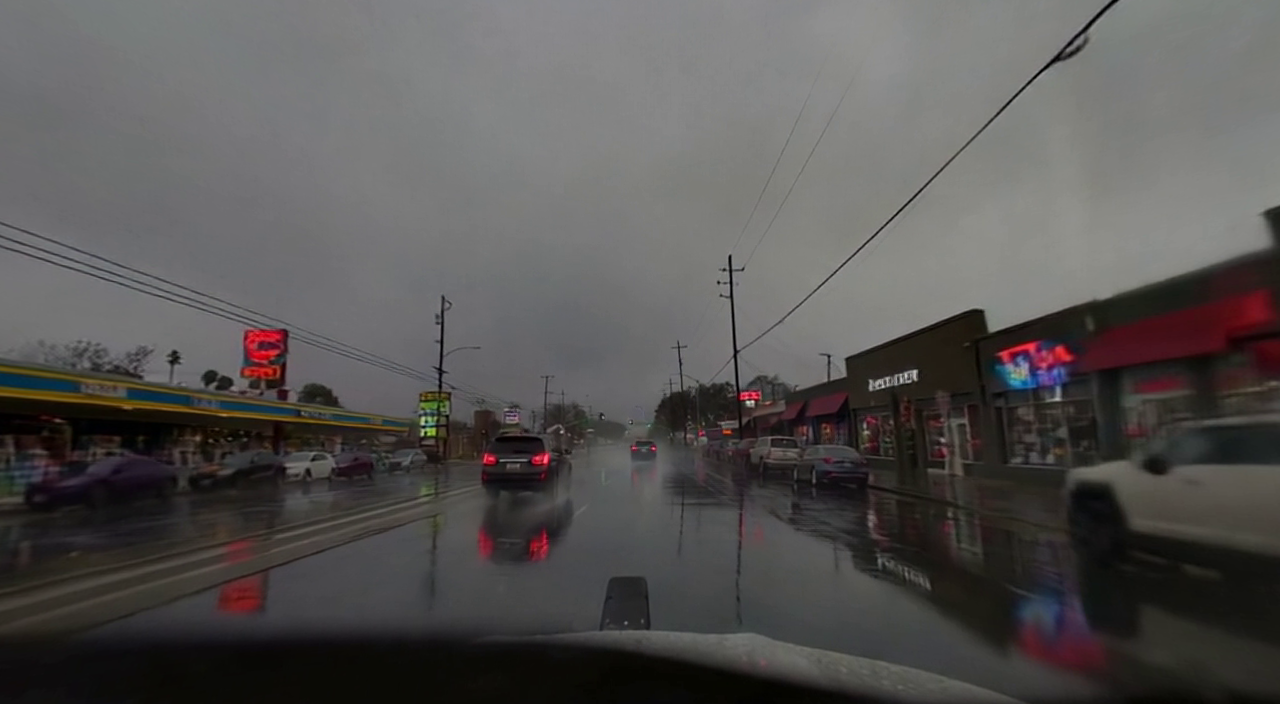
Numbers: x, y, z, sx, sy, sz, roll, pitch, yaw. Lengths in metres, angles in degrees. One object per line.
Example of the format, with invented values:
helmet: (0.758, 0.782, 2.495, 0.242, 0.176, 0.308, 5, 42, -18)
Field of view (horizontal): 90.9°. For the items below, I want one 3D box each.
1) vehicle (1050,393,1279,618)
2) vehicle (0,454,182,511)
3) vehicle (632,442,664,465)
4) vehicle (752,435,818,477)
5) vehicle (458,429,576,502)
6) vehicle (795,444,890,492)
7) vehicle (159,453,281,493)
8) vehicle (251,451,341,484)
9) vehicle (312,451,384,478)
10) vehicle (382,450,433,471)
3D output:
vehicle: (6.343, 1.306, 5.463, 2.098, 1.845, 5.117, 0, -9, 0)
vehicle: (-17.143, 3.967, 19.716, 1.984, 1.494, 4.815, 0, -9, 0)
vehicle: (0.519, 6.752, 42.097, 2.037, 1.484, 4.073, 0, -9, 0)
vehicle: (6.915, 5.034, 30.701, 2.005, 1.858, 5.253, 0, -9, 0)
vehicle: (-3.032, 2.933, 16.663, 2.049, 1.646, 4.445, 0, -9, 2)
vehicle: (6.869, 3.947, 21.893, 1.871, 1.478, 4.272, 0, -9, 0)
vehicle: (-17.190, 4.942, 26.137, 1.788, 1.475, 4.737, 0, -9, 0)
vehicle: (-17.079, 5.749, 31.579, 1.800, 1.470, 4.548, -1, -9, 2)
vehicle: (-16.940, 6.508, 36.793, 2.046, 1.458, 4.539, 0, -9, 0)
vehicle: (-16.914, 7.899, 46.137, 1.894, 1.458, 4.565, 0, -9, 1)
